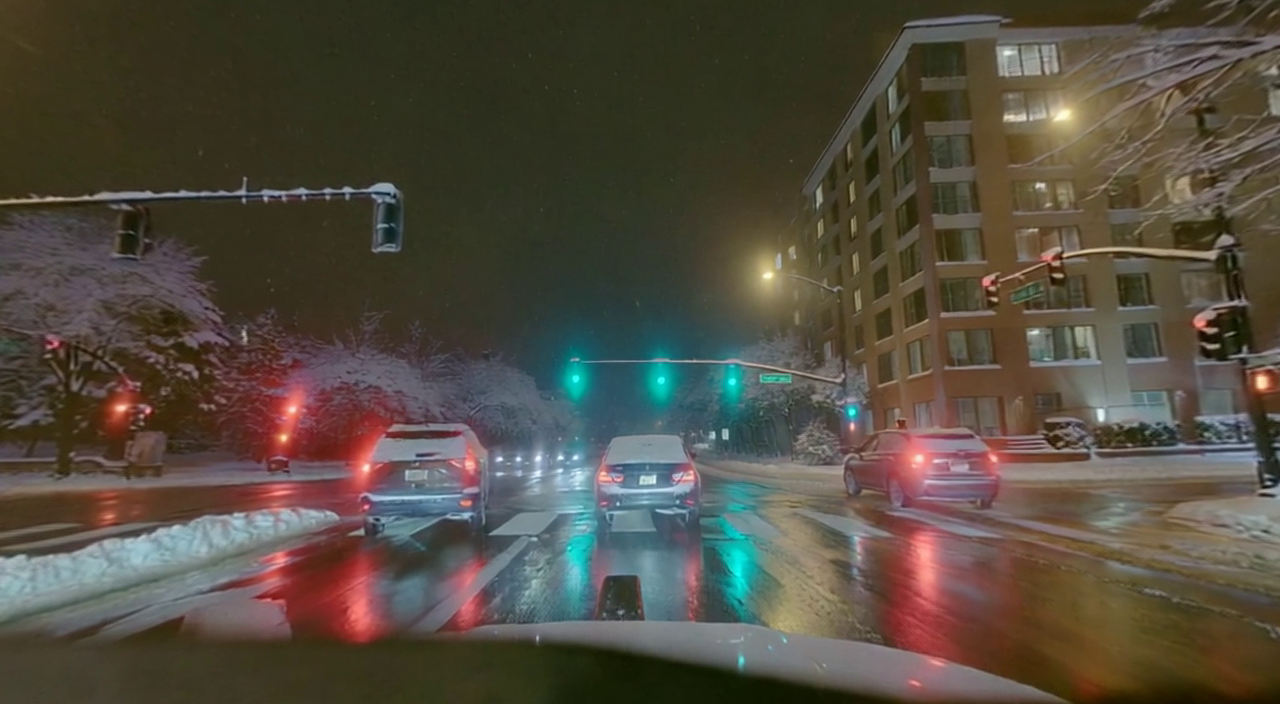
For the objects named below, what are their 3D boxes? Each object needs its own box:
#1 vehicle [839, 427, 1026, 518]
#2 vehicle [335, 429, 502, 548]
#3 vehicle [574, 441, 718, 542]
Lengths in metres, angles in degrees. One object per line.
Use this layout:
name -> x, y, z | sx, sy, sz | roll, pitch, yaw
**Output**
vehicle -> 6.825, 2.868, 15.629 | 2.079, 1.828, 5.323 | 0, -8, 0
vehicle -> -3.762, 2.342, 11.634 | 2.081, 1.719, 4.434 | 1, -9, -9
vehicle -> 0.080, 2.428, 11.655 | 2.190, 1.522, 3.850 | 0, -8, 0
